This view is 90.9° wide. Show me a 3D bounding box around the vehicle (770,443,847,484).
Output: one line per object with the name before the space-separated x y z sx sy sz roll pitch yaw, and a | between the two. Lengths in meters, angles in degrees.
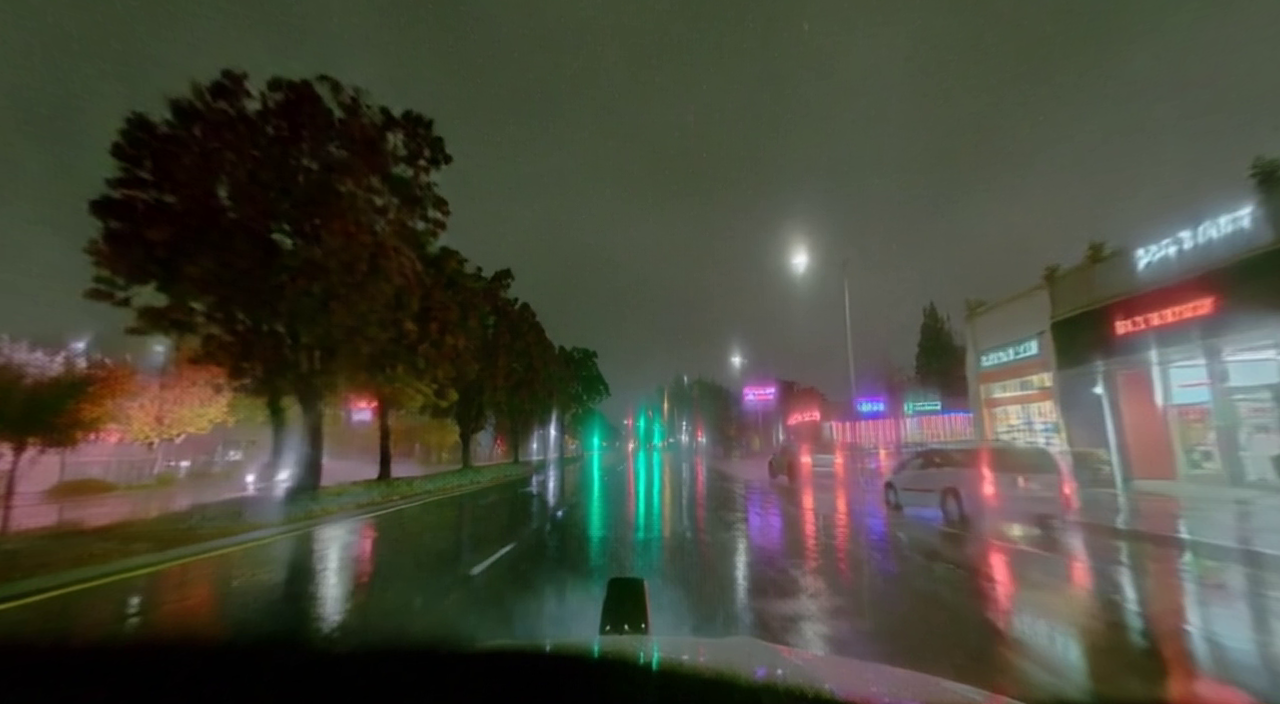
vehicle | 6.844 4.547 26.133 1.923 1.498 4.676 0 -8 1

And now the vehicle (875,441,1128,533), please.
vehicle | 6.791 2.561 12.731 2.119 1.458 4.965 1 -9 -1
